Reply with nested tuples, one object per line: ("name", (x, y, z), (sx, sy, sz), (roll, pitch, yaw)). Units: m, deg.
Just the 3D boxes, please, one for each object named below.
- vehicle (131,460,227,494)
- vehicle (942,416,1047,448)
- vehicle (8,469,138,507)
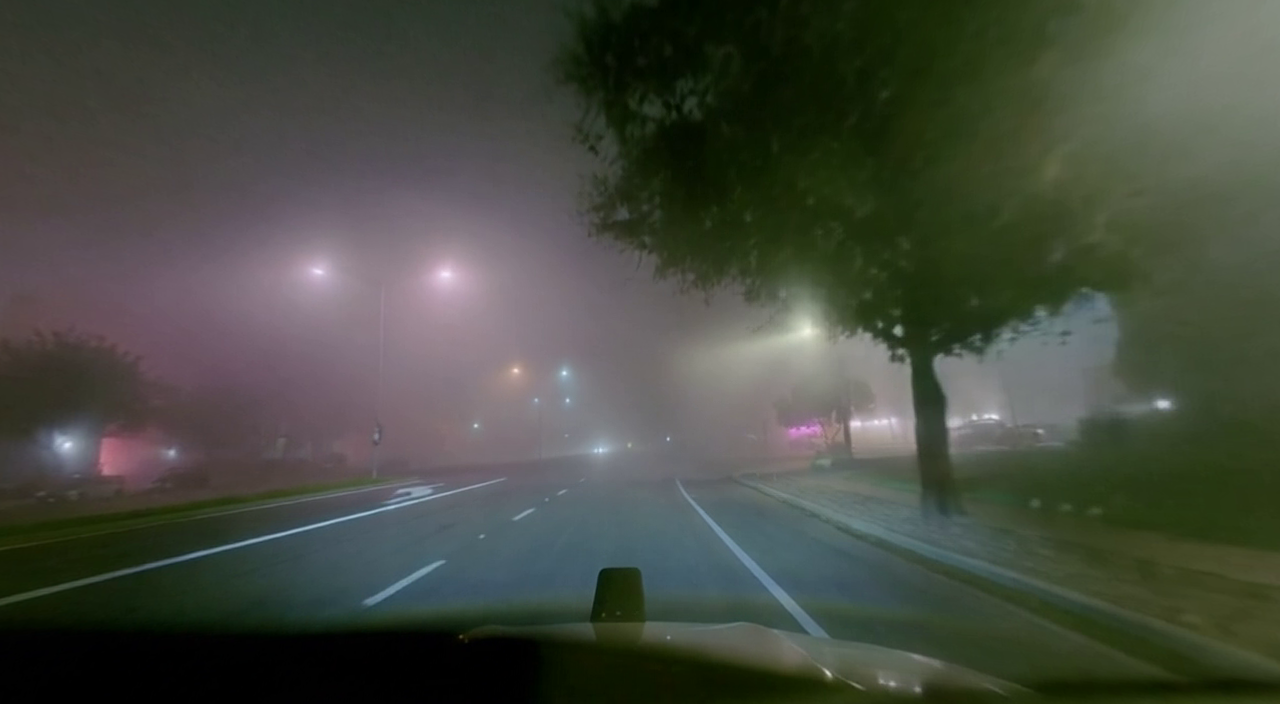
("vehicle", (-26.470, 7.162, 36.495), (1.931, 1.673, 4.623), (-1, -8, 2))
("vehicle", (22.332, 5.064, 39.984), (5.135, 1.964, 2.402), (0, -7, 1))
("vehicle", (-26.920, 6.436, 30.248), (1.916, 1.456, 4.597), (0, -8, 1))
